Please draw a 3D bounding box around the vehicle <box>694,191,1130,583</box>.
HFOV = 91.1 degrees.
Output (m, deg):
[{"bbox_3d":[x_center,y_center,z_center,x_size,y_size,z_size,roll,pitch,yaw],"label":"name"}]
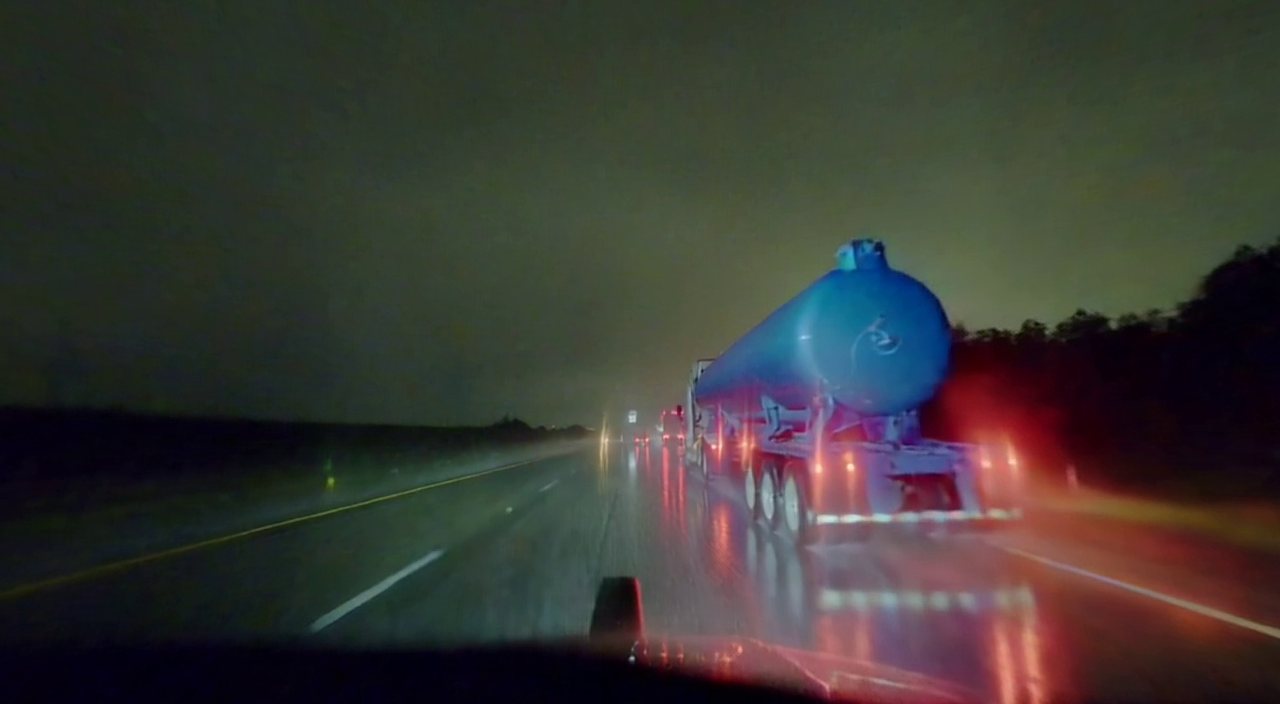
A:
[{"bbox_3d":[2.996,1.032,11.701,2.946,3.745,11.516,0,-8,0],"label":"vehicle"}]
